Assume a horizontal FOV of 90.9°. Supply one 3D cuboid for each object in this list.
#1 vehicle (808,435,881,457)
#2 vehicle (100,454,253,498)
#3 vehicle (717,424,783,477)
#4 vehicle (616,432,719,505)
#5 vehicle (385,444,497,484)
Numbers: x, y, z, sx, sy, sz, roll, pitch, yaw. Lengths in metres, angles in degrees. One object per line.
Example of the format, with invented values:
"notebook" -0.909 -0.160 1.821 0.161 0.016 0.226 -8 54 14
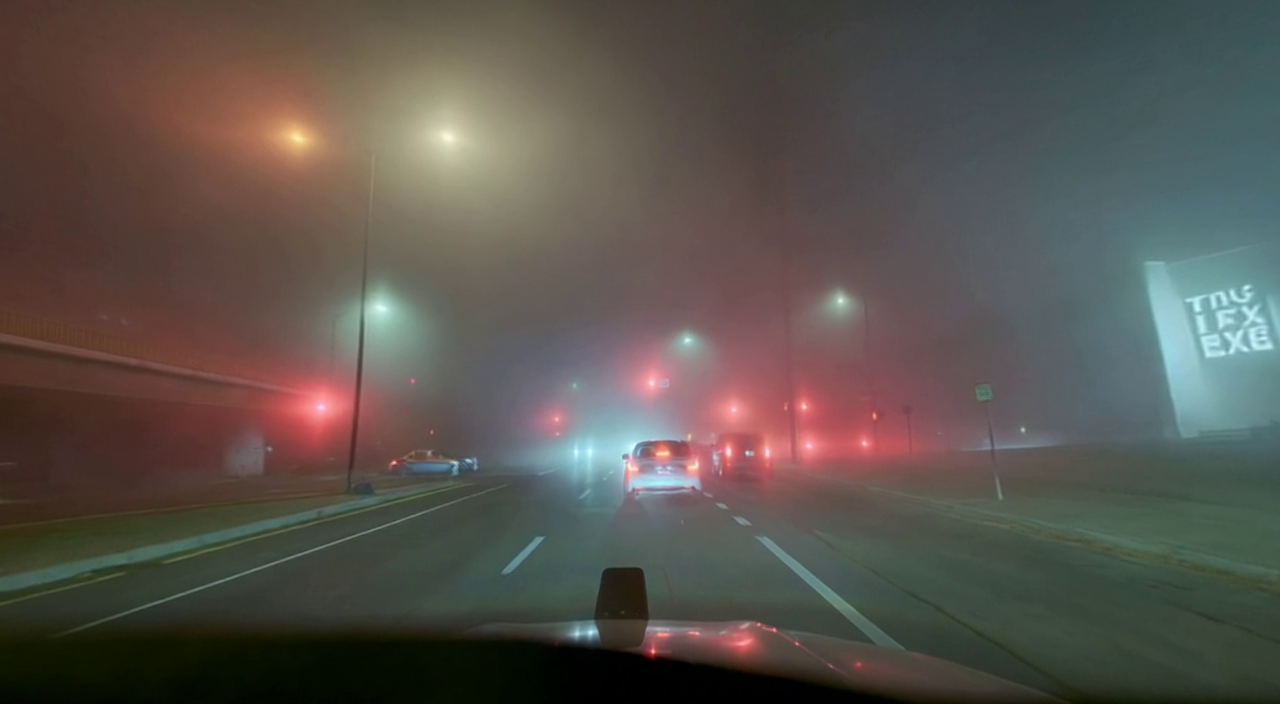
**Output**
"vehicle" 14.498 6.680 44.790 4.498 1.439 1.842 0 -8 -1
"vehicle" -17.777 4.705 24.404 1.873 1.462 4.283 -6 -10 32
"vehicle" 4.453 4.087 26.267 2.080 1.999 4.379 0 -8 2
"vehicle" 0.581 2.697 15.018 2.101 1.467 4.210 0 -8 1
"vehicle" -8.968 5.044 28.798 1.832 1.611 4.546 -7 -11 40
